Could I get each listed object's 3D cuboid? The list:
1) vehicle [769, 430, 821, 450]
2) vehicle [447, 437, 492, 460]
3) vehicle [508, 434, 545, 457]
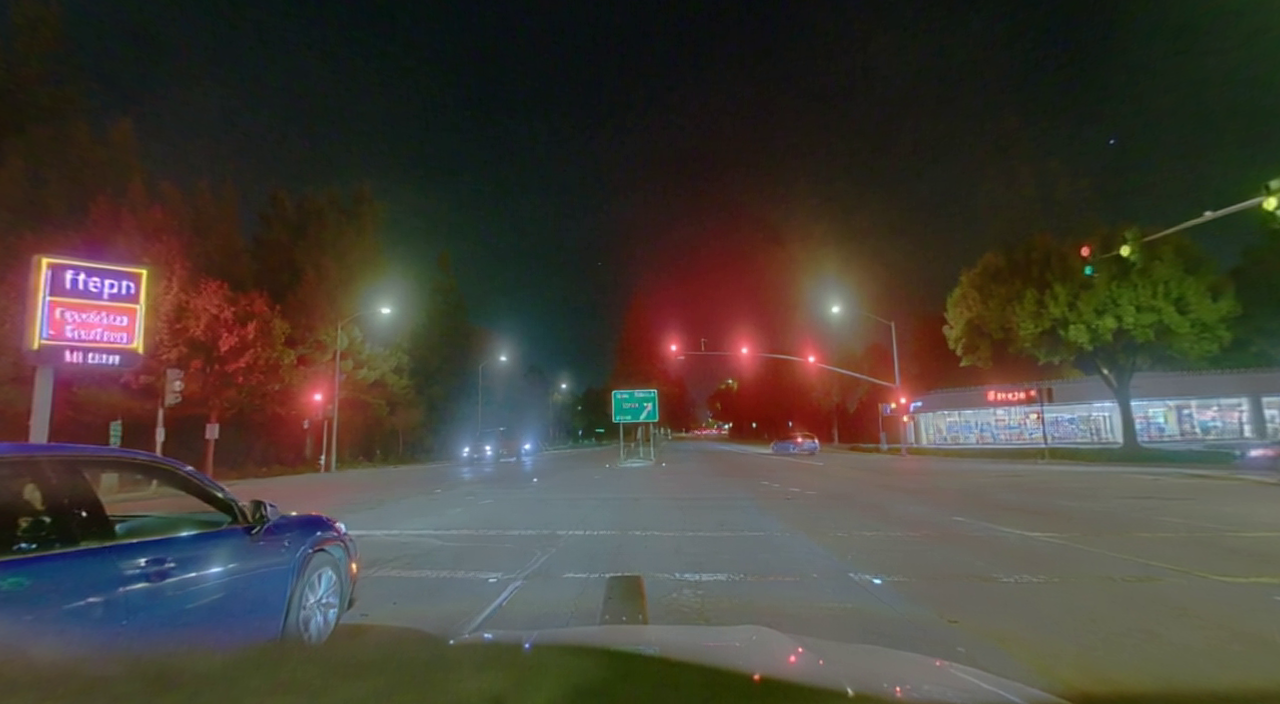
[{"bbox_3d":[11.856,6.833,48.601,1.781,1.448,4.560,2,-9,-16],"label":"vehicle"},{"bbox_3d":[-11.772,6.689,43.895,2.111,1.499,4.371,0,-9,-3],"label":"vehicle"},{"bbox_3d":[-8.048,6.661,45.088,1.920,1.546,4.086,0,-9,-1],"label":"vehicle"}]
